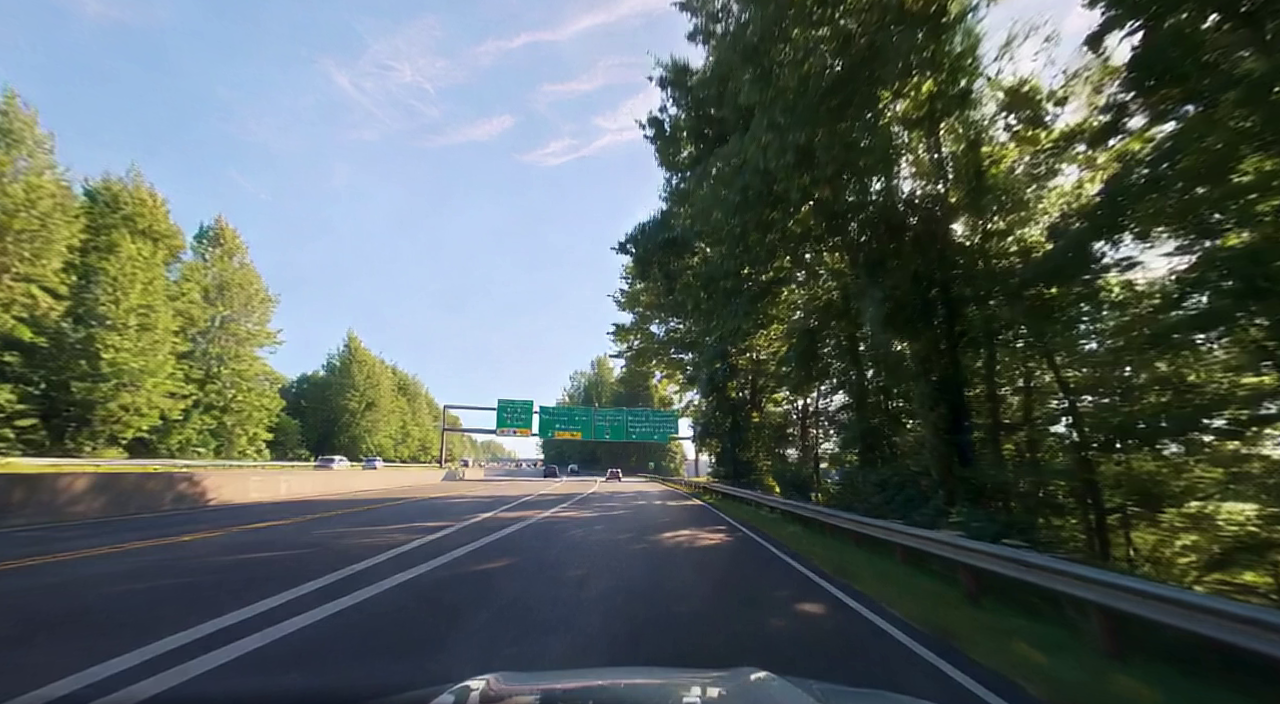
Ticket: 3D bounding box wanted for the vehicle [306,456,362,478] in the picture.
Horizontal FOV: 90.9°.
[{"bbox_3d":[-22.390,8.446,46.267,2.041,1.494,4.669,1,-11,-4],"label":"vehicle"}]
